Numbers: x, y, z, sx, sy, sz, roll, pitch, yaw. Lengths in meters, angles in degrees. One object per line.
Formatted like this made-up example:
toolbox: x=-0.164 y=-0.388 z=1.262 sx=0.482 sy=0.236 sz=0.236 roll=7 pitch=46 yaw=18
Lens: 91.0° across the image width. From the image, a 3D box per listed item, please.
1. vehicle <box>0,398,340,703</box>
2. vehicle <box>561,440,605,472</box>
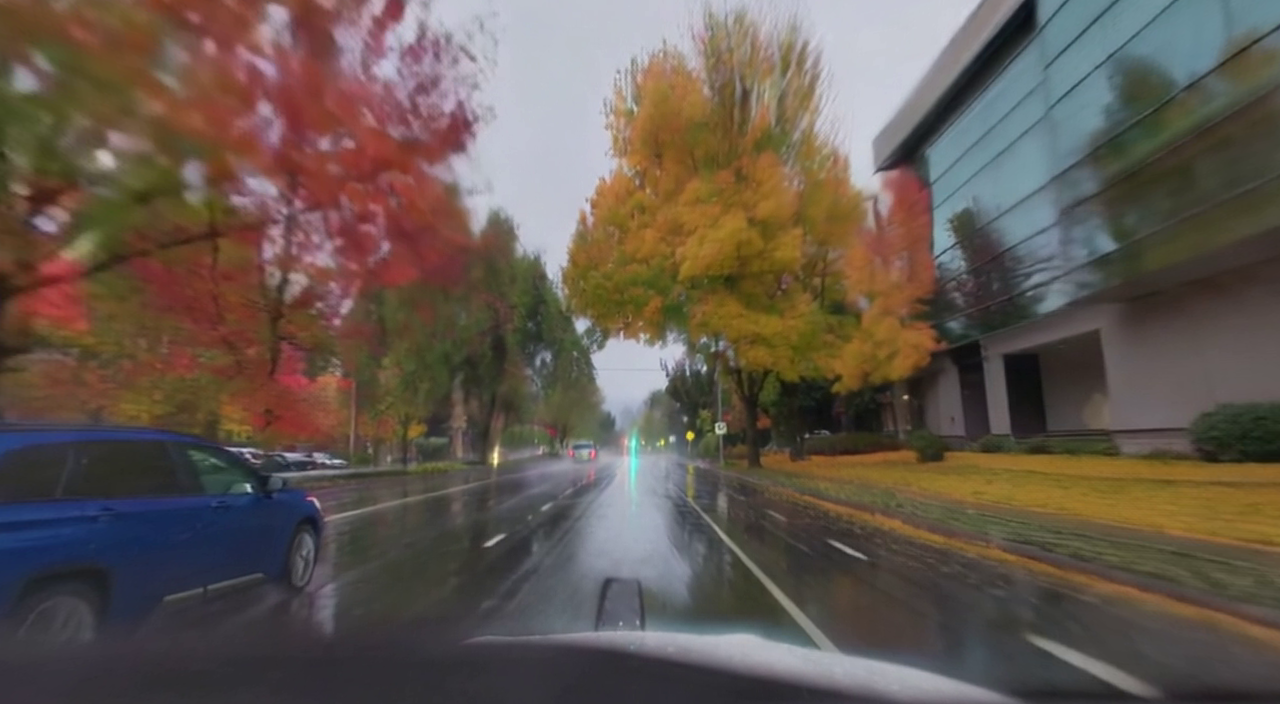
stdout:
vehicle: x=-3.933 y=1.132 z=3.932 sx=1.923 sy=1.528 sz=4.309 roll=0 pitch=-9 yaw=1
vehicle: x=-3.361 y=6.246 z=37.978 sx=2.112 sy=1.779 sz=4.489 roll=1 pitch=-9 yaw=1
